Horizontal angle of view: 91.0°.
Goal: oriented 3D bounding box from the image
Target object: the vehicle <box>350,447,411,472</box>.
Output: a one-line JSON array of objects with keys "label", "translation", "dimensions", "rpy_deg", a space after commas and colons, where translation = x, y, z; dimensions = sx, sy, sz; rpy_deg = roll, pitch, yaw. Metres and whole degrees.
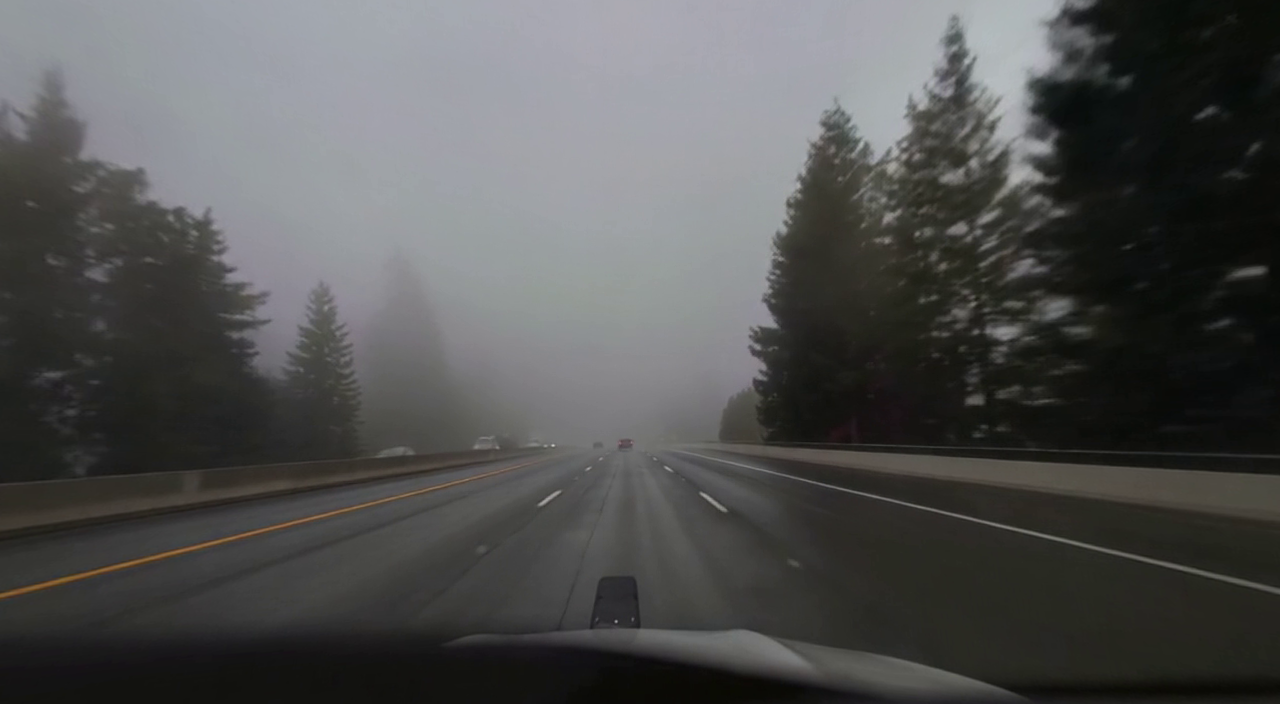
[{"label": "vehicle", "translation": [-16.587, 6.891, 40.552], "dimensions": [2.035, 1.457, 4.716], "rpy_deg": [0, -8, -1]}]
